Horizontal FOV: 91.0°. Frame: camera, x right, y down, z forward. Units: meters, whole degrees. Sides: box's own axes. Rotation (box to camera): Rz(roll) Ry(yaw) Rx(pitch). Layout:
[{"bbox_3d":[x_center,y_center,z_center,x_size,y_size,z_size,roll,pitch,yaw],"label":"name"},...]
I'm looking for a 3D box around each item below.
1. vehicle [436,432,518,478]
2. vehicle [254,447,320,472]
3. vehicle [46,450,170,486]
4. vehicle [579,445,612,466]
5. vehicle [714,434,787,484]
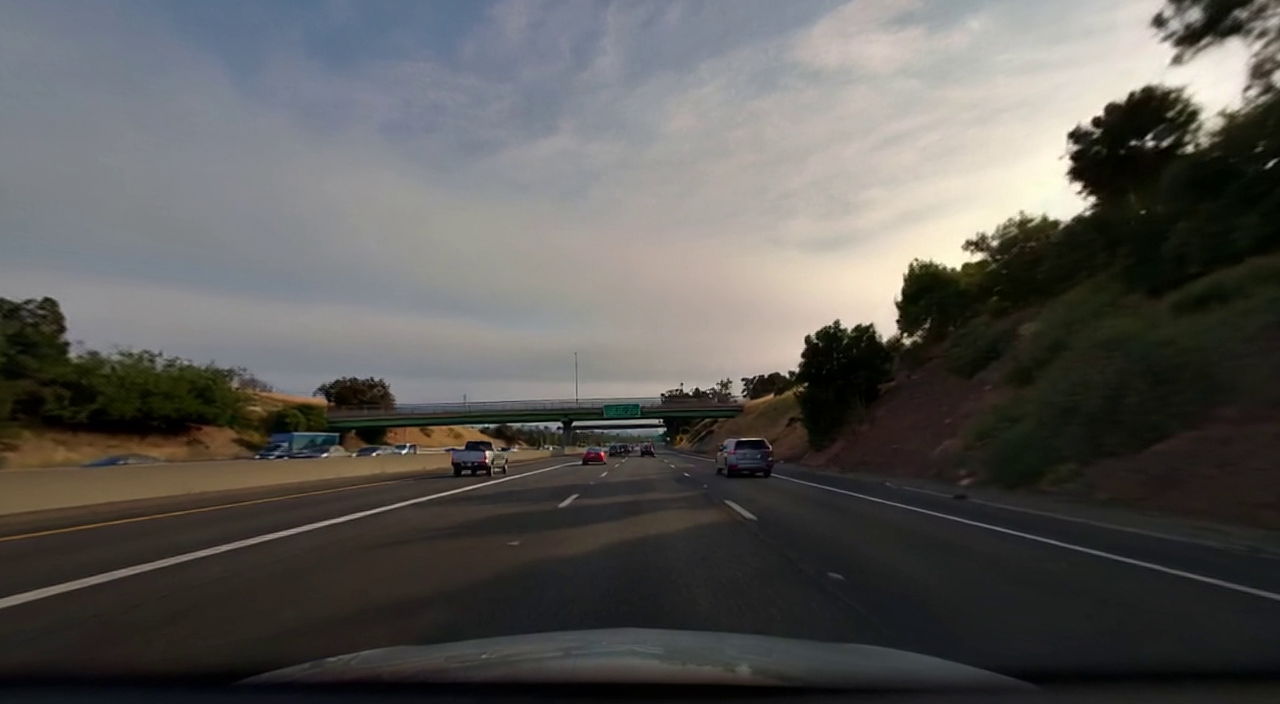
[{"bbox_3d":[-7.614,4.916,30.186,2.341,1.959,5.684,0,-9,1],"label":"vehicle"},{"bbox_3d":[-25.276,7.690,45.317,1.980,1.634,4.800,0,-9,0],"label":"vehicle"},{"bbox_3d":[-24.807,5.384,29.626,1.892,1.545,4.448,0,-9,0],"label":"vehicle"},{"bbox_3d":[-3.301,7.825,47.664,2.067,1.528,4.551,0,-9,1],"label":"vehicle"},{"bbox_3d":[4.124,4.081,24.281,1.990,1.735,4.276,0,-9,0],"label":"vehicle"}]
